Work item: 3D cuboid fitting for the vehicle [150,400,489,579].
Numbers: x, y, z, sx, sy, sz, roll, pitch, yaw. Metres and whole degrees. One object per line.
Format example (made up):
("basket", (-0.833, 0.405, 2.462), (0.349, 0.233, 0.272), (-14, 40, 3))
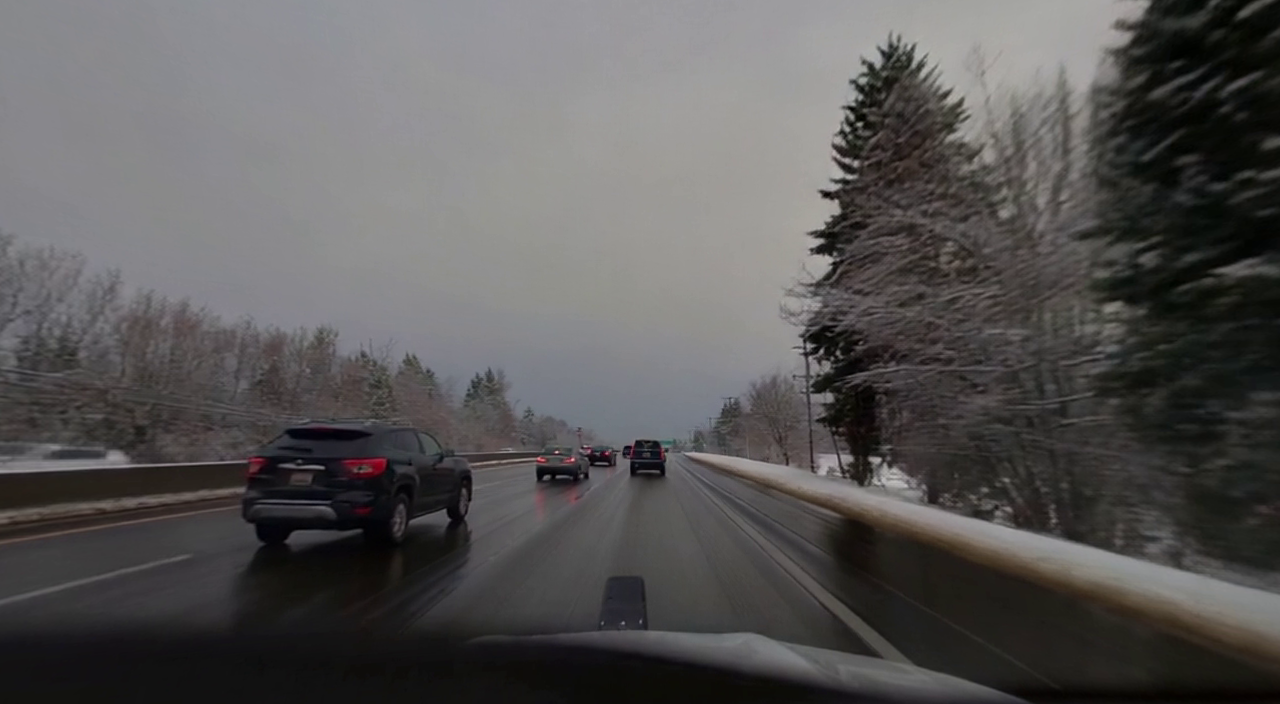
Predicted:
("vehicle", (-3.729, 1.698, 8.561), (2.104, 1.754, 4.515), (0, -8, 2))

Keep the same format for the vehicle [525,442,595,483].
("vehicle", (-3.077, 4.379, 25.351), (2.092, 1.464, 4.466), (0, -8, 2))

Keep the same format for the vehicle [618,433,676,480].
("vehicle", (0.325, 4.459, 27.130), (2.319, 1.813, 4.274), (0, -8, 1))

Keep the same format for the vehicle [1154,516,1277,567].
("vehicle", (25.315, 8.323, 27.983), (1.985, 1.513, 4.339), (-2, -8, 11))
